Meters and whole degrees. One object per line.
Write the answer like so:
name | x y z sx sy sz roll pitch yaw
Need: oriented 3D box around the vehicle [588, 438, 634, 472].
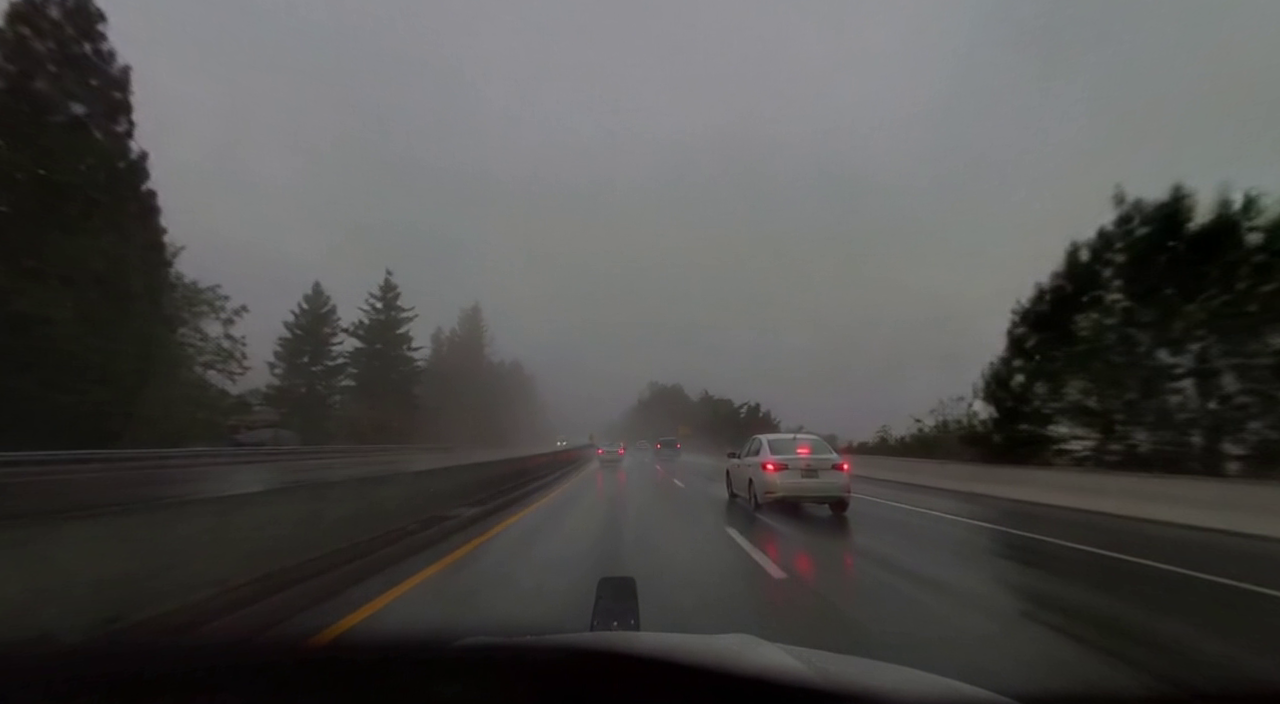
vehicle | -1.468 5.154 31.716 2.178 1.559 4.254 0 -8 -3

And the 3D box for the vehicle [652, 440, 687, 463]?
vehicle | 2.010 6.974 44.211 2.146 1.546 3.796 0 -8 -1

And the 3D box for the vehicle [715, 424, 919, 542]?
vehicle | 2.710 2.137 11.101 2.055 1.566 5.046 0 -8 -1
